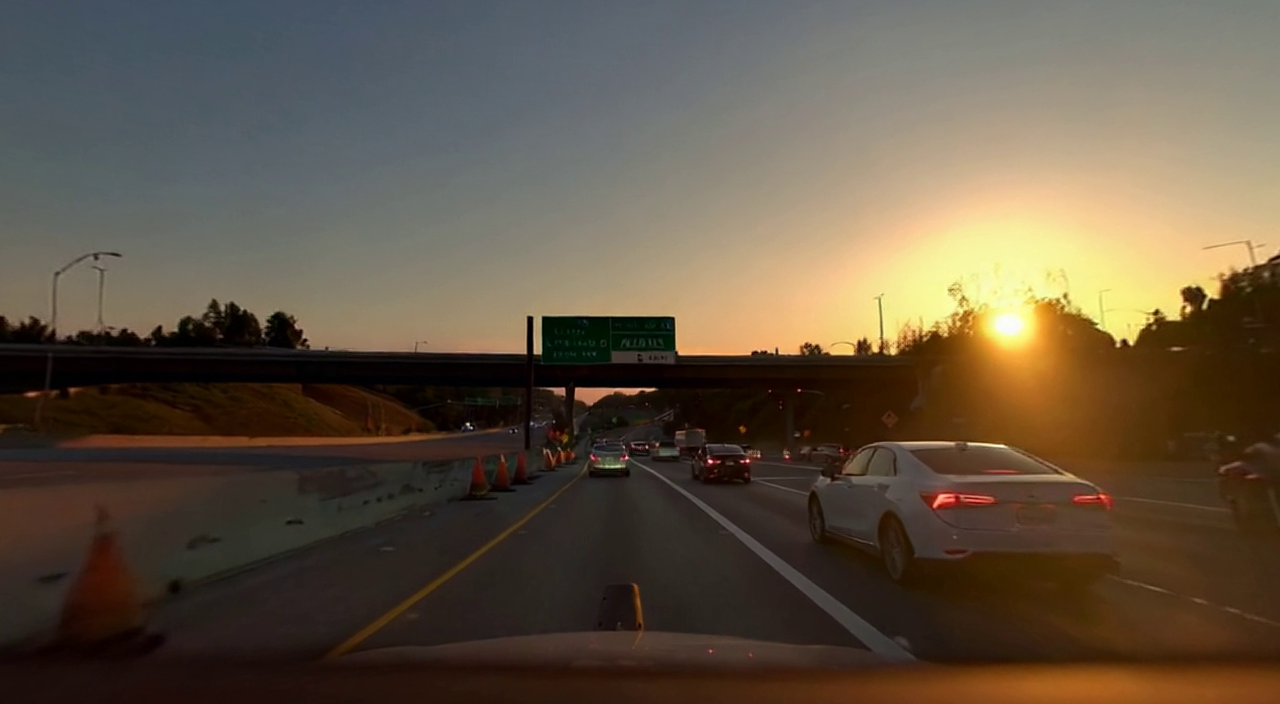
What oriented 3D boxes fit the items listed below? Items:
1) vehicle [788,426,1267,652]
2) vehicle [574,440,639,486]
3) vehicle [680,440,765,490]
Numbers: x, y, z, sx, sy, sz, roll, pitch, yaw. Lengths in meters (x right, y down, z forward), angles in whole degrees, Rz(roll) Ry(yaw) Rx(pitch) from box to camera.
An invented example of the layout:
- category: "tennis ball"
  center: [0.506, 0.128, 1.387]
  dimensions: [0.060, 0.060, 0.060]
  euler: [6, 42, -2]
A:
- category: "vehicle"
  center: [3.059, 1.547, 6.344]
  dimensions: [1.996, 1.455, 4.281]
  euler: [0, -9, -2]
- category: "vehicle"
  center: [-1.113, 3.857, 22.260]
  dimensions: [2.069, 1.470, 4.004]
  euler: [0, -9, -1]
- category: "vehicle"
  center: [2.581, 3.690, 20.959]
  dimensions: [2.042, 1.460, 4.451]
  euler: [0, -9, -2]
